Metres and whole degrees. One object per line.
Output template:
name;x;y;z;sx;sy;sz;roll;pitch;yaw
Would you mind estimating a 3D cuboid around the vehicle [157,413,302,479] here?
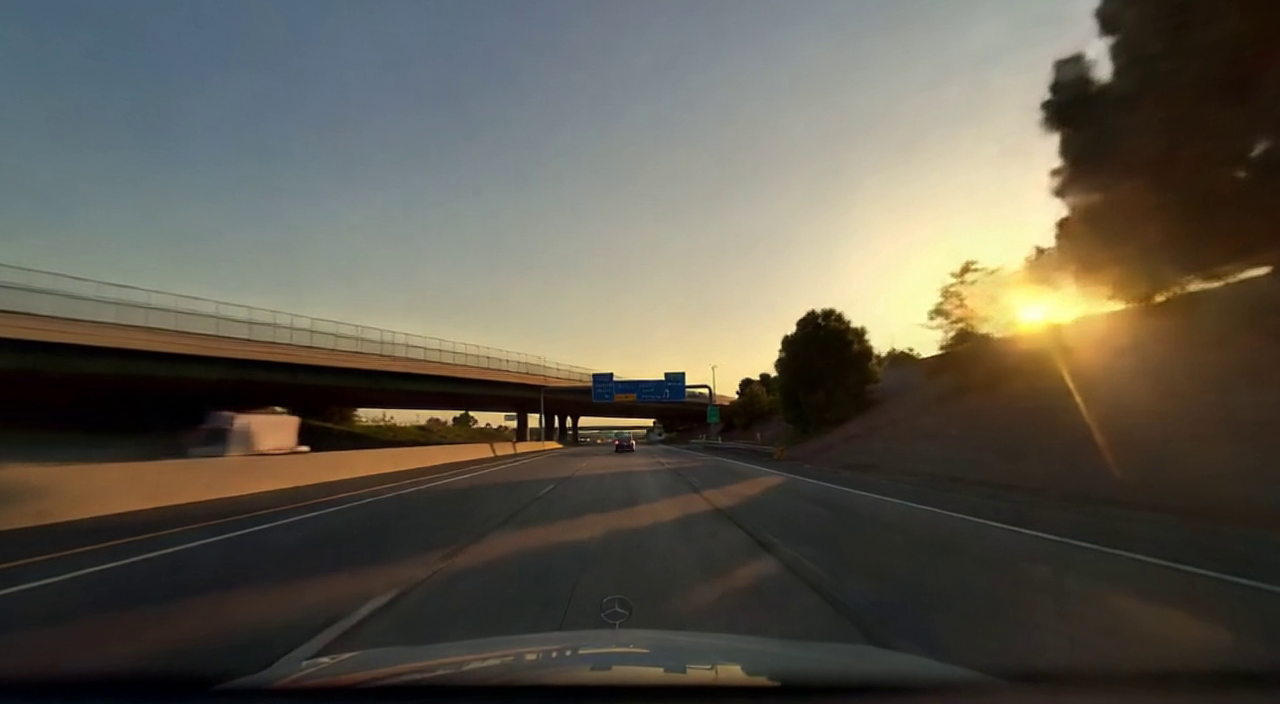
vehicle;-17.734;4.081;27.754;2.364;2.534;5.997;0;-8;-1
